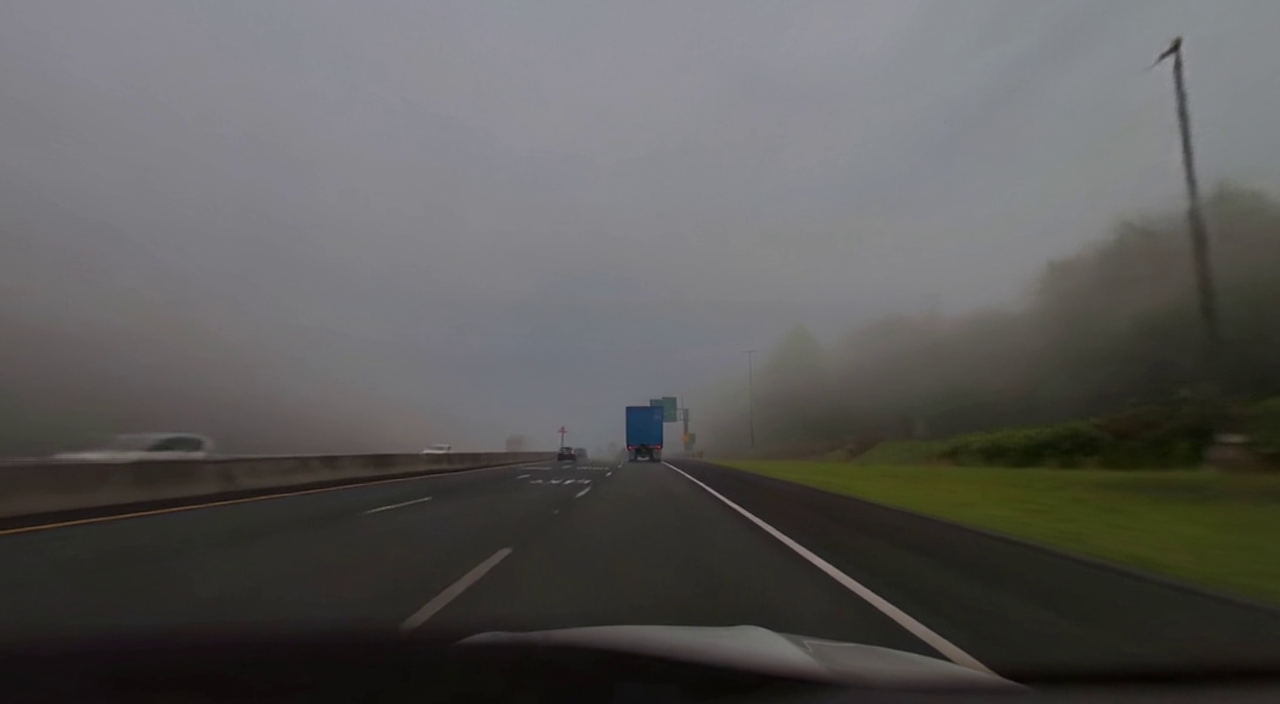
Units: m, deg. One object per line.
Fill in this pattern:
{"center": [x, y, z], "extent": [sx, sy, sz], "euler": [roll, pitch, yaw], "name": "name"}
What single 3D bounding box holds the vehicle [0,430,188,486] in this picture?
{"center": [-16.828, 3.296, 19.783], "extent": [1.878, 1.537, 4.489], "euler": [0, -9, 0], "name": "vehicle"}
